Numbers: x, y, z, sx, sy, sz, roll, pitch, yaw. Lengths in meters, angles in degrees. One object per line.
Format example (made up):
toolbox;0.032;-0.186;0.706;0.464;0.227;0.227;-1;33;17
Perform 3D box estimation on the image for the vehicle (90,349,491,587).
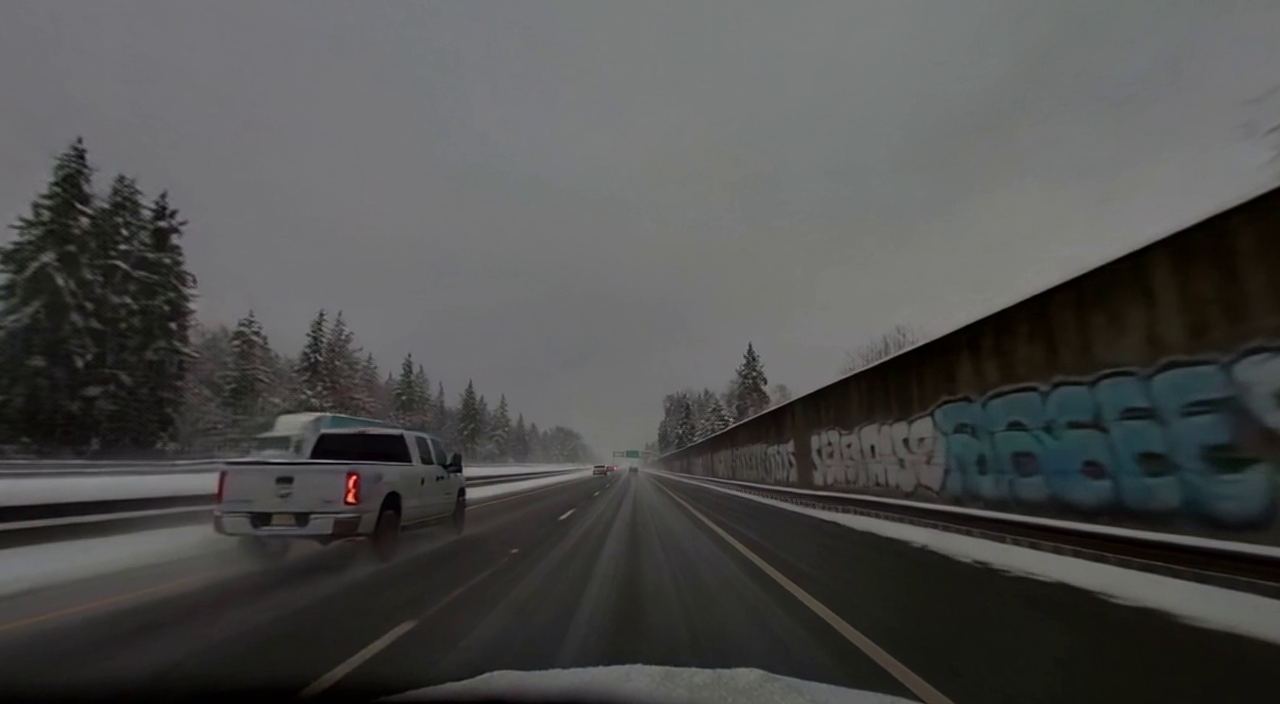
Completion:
vehicle;-4.319;1.730;9.608;2.597;2.434;6.020;1;-11;0
